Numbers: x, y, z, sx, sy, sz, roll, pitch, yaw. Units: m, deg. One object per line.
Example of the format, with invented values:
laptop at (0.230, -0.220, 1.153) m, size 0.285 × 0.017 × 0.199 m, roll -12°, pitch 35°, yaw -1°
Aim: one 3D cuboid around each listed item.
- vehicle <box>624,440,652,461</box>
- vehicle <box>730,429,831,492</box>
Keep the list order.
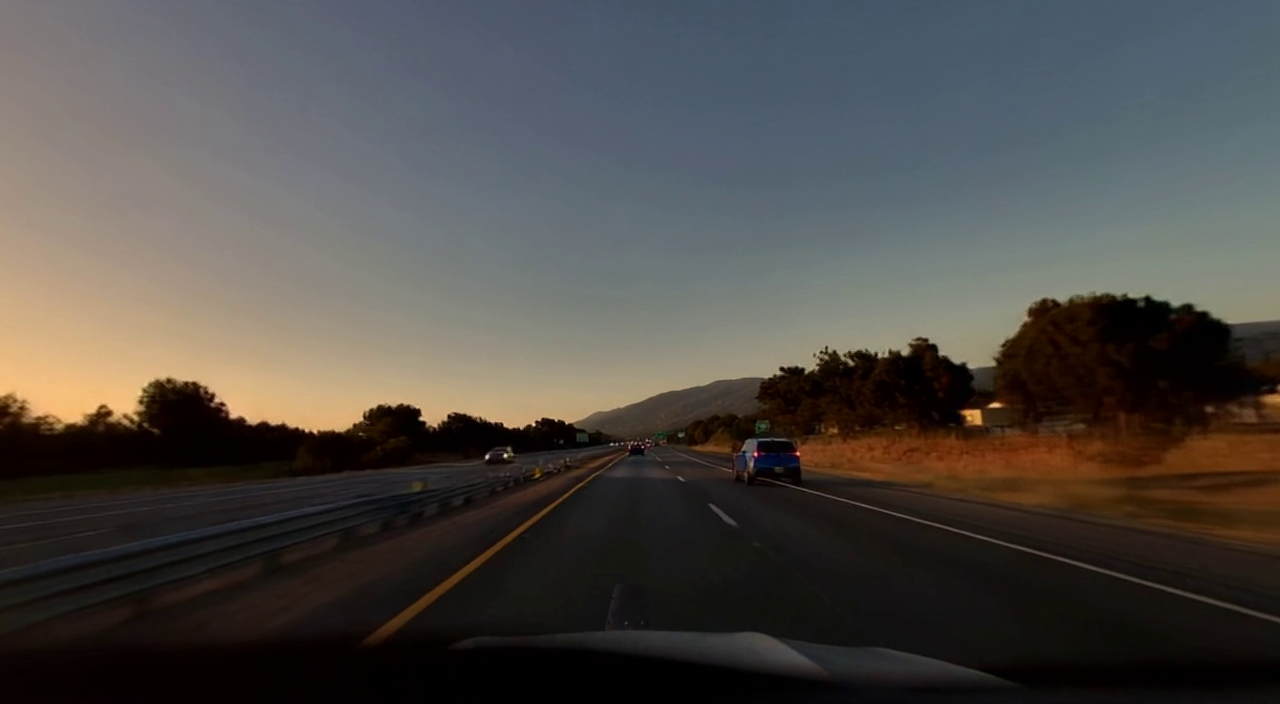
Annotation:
vehicle at (-0.112, 7.404, 47.391) m, size 2.009 × 1.554 × 4.013 m, roll 0°, pitch -8°, yaw 1°
vehicle at (3.921, 3.104, 18.300) m, size 2.037 × 1.609 × 4.036 m, roll 0°, pitch -8°, yaw 1°
